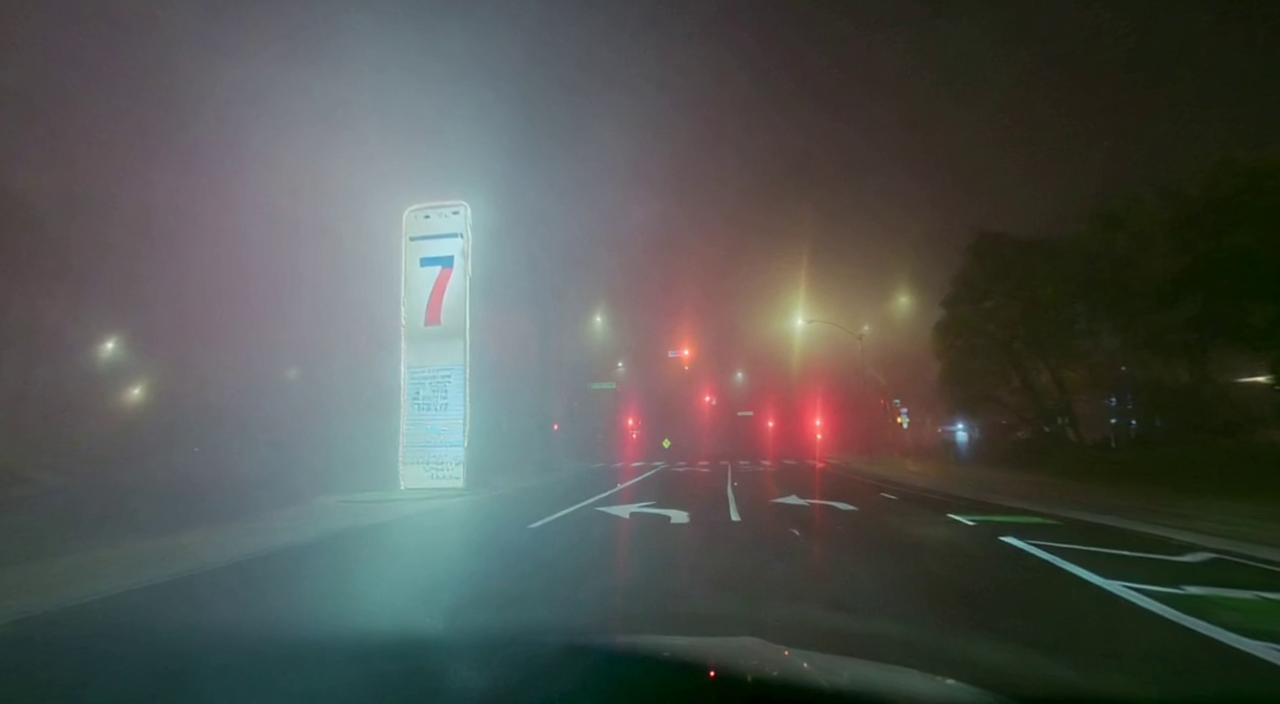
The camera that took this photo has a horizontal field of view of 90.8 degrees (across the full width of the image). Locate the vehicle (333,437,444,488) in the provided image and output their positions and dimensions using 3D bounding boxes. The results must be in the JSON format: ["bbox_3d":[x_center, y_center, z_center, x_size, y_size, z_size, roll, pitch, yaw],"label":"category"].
[{"bbox_3d":[-9.893,4.385,25.308,2.109,1.816,4.670,-2,-9,6],"label":"vehicle"}]

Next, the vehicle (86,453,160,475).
[{"bbox_3d":[-39.791,8.617,48.640,4.089,1.517,2.014,-2,-9,6],"label":"vehicle"}]
